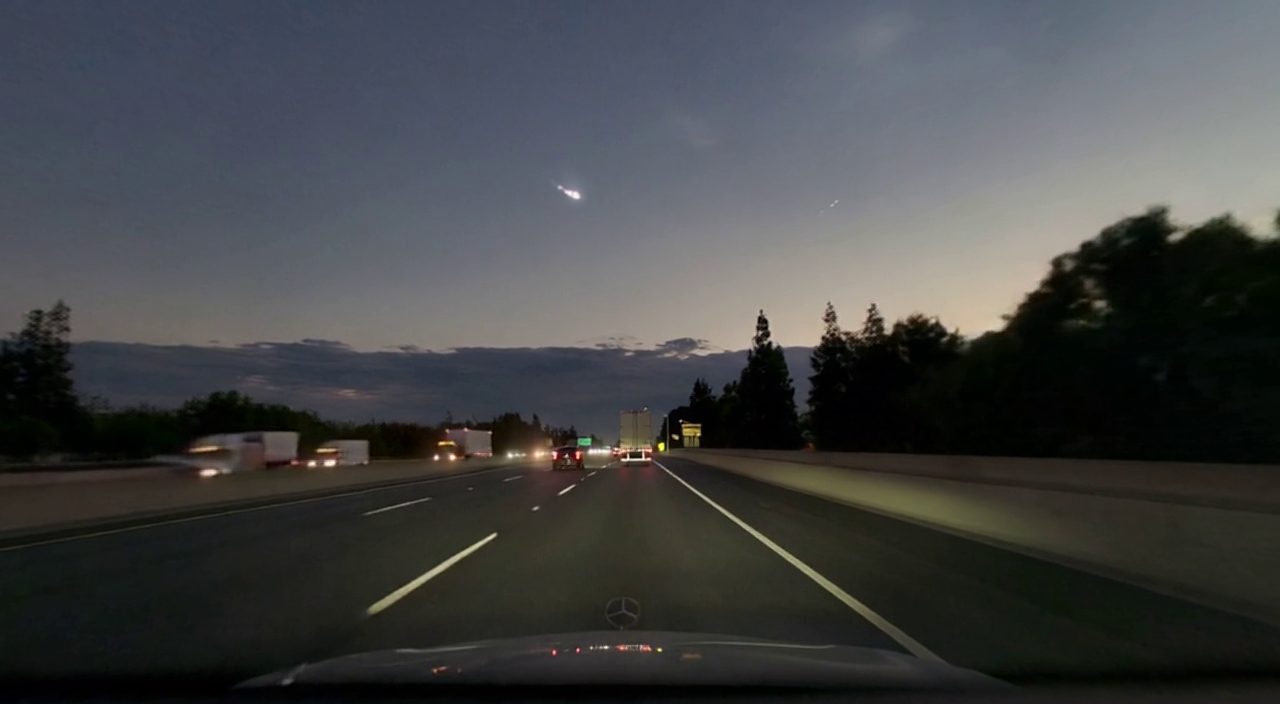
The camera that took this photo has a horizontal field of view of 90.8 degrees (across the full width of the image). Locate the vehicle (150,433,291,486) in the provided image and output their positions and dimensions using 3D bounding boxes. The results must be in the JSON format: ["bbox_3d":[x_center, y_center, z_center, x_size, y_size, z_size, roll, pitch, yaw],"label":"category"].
[{"bbox_3d":[-20.954,5.416,32.103,2.519,2.340,6.853,0,-9,-1],"label":"vehicle"}]

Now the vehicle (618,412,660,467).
[{"bbox_3d":[-0.299,7.002,49.792,2.884,3.760,12.850,0,-9,-2],"label":"vehicle"}]

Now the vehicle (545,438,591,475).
[{"bbox_3d":[-3.883,5.757,34.904,2.139,1.925,4.312,0,-9,-2],"label":"vehicle"}]

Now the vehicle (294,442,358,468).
[{"bbox_3d":[-21.055,6.935,42.542,1.908,1.653,4.750,0,-9,-1],"label":"vehicle"}]
